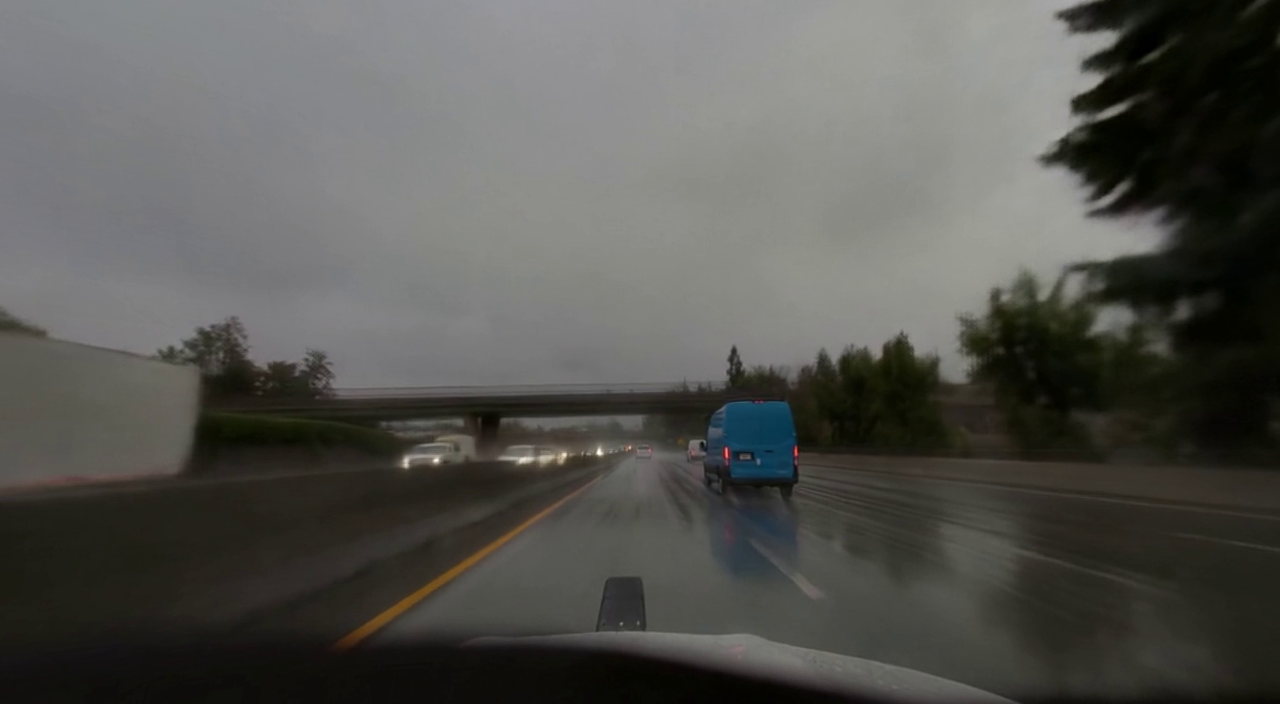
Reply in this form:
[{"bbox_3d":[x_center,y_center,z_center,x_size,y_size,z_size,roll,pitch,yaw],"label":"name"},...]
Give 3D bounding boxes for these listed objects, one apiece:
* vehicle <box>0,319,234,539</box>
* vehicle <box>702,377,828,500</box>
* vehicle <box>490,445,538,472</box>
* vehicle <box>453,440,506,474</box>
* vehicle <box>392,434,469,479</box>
[{"bbox_3d":[-15.339,1.456,12.242,3.234,4.648,17.365,0,-9,1],"label":"vehicle"},{"bbox_3d":[3.564,2.756,19.808,2.460,3.155,6.902,0,-9,0],"label":"vehicle"},{"bbox_3d":[-7.356,6.273,37.265,1.902,1.496,4.320,0,-9,1],"label":"vehicle"},{"bbox_3d":[-10.713,7.057,42.519,2.122,2.169,5.020,0,-9,1],"label":"vehicle"},{"bbox_3d":[-14.614,7.381,44.689,3.167,2.873,6.515,0,-9,0],"label":"vehicle"}]
